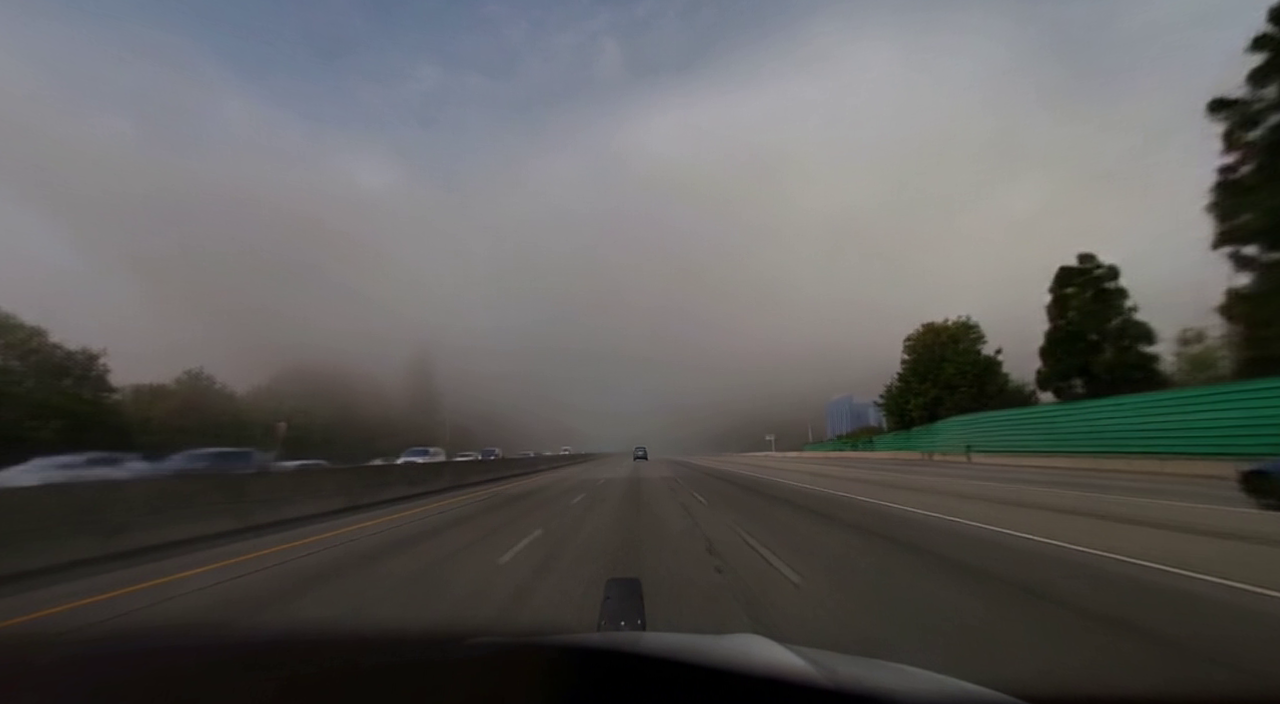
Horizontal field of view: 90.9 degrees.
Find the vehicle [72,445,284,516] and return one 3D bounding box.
[{"bbox_3d":[-11.103,3.089,15.655,1.971,1.469,4.346,0,-9,0],"label":"vehicle"}]

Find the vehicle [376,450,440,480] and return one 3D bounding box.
[{"bbox_3d":[-11.859,5.789,32.500,1.796,1.442,3.938,0,-9,0],"label":"vehicle"}]

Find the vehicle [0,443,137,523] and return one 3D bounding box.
[{"bbox_3d":[-15.636,3.255,16.004,2.114,1.792,4.296,0,-9,0],"label":"vehicle"}]
